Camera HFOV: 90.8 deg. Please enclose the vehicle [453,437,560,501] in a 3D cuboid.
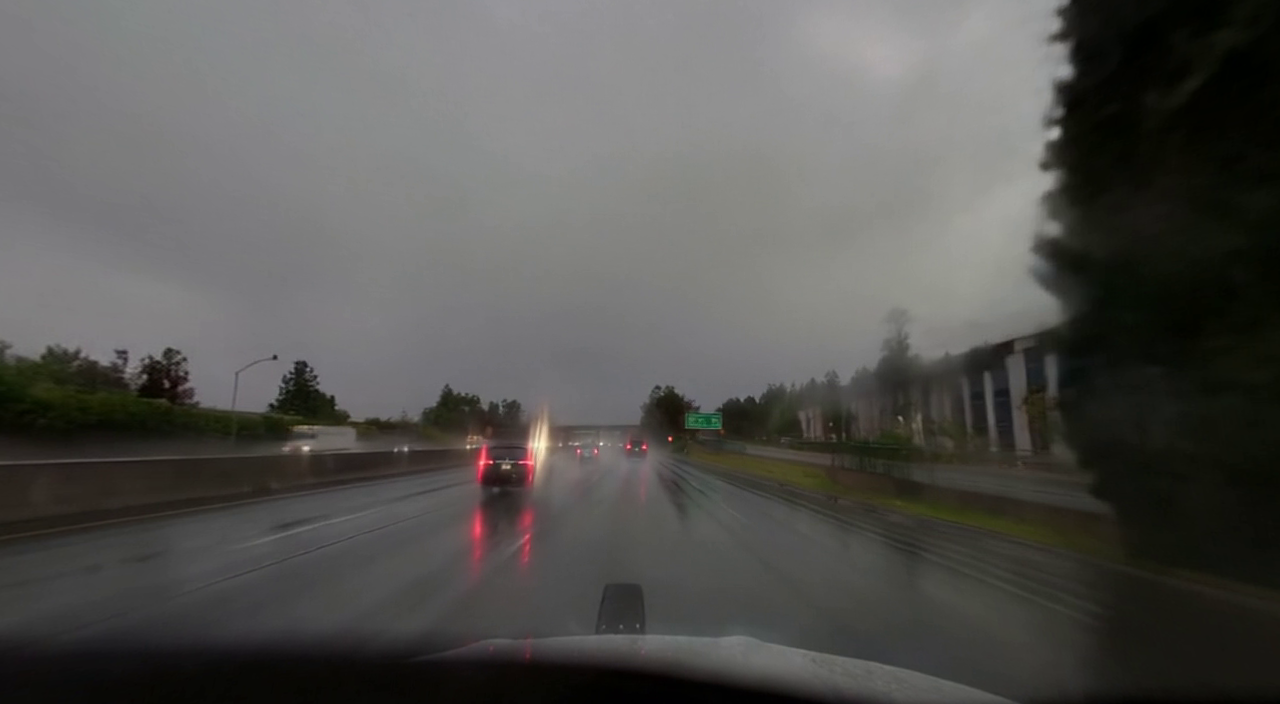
[{"bbox_3d":[-3.365,3.036,16.759,1.920,1.463,4.134,1,-9,0],"label":"vehicle"}]
